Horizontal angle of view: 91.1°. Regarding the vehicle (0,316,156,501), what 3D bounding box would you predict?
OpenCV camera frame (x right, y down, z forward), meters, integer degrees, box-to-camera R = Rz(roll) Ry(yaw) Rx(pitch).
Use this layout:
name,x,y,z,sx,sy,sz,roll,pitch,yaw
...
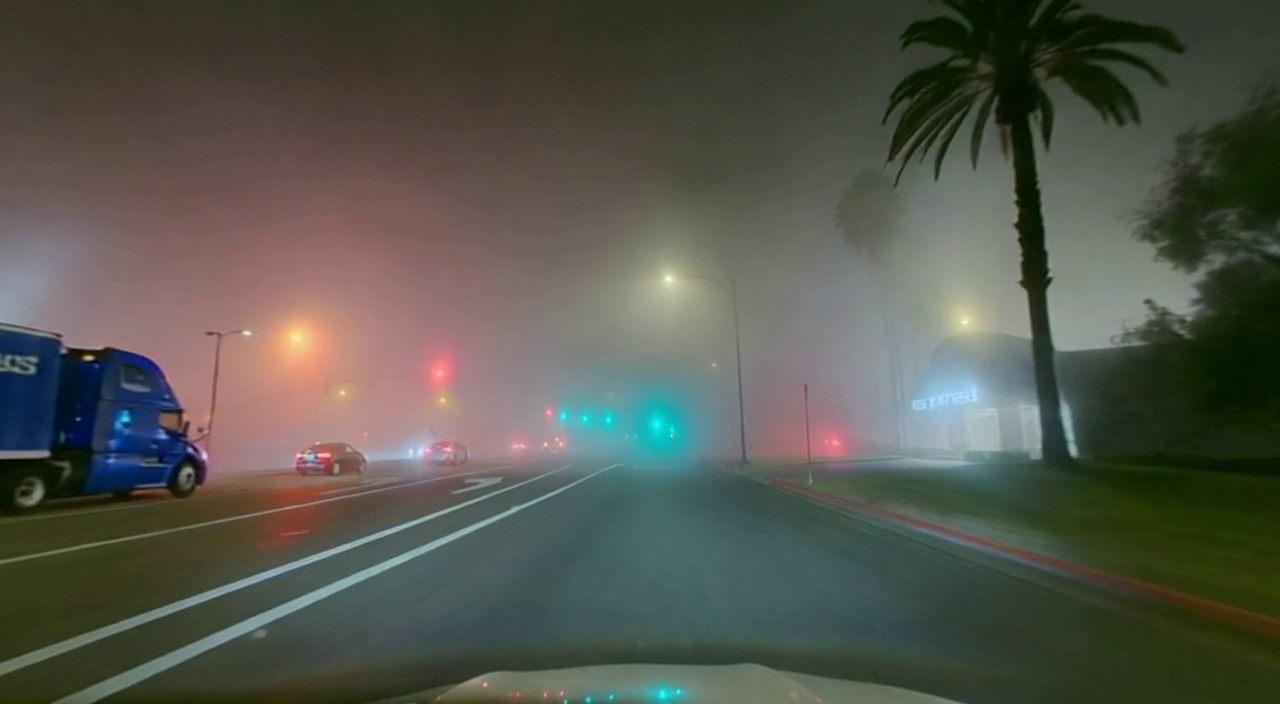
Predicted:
name,x,y,z,sx,sy,sz,roll,pitch,yaw
vehicle,-15.268,1.175,13.168,3.061,3.932,8.708,0,-9,1

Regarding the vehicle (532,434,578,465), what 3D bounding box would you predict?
name,x,y,z,sx,sy,sz,roll,pitch,yaw
vehicle,-5.056,5.892,37.991,2.114,1.784,4.450,0,-9,1

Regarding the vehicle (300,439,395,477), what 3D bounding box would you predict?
name,x,y,z,sx,sy,sz,roll,pitch,yaw
vehicle,-12.027,4.378,26.159,1.900,1.462,4.225,0,-9,0

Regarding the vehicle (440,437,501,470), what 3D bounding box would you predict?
name,x,y,z,sx,sy,sz,roll,pitch,yaw
vehicle,-8.643,5.209,32.397,1.977,1.584,3.983,0,-9,1
